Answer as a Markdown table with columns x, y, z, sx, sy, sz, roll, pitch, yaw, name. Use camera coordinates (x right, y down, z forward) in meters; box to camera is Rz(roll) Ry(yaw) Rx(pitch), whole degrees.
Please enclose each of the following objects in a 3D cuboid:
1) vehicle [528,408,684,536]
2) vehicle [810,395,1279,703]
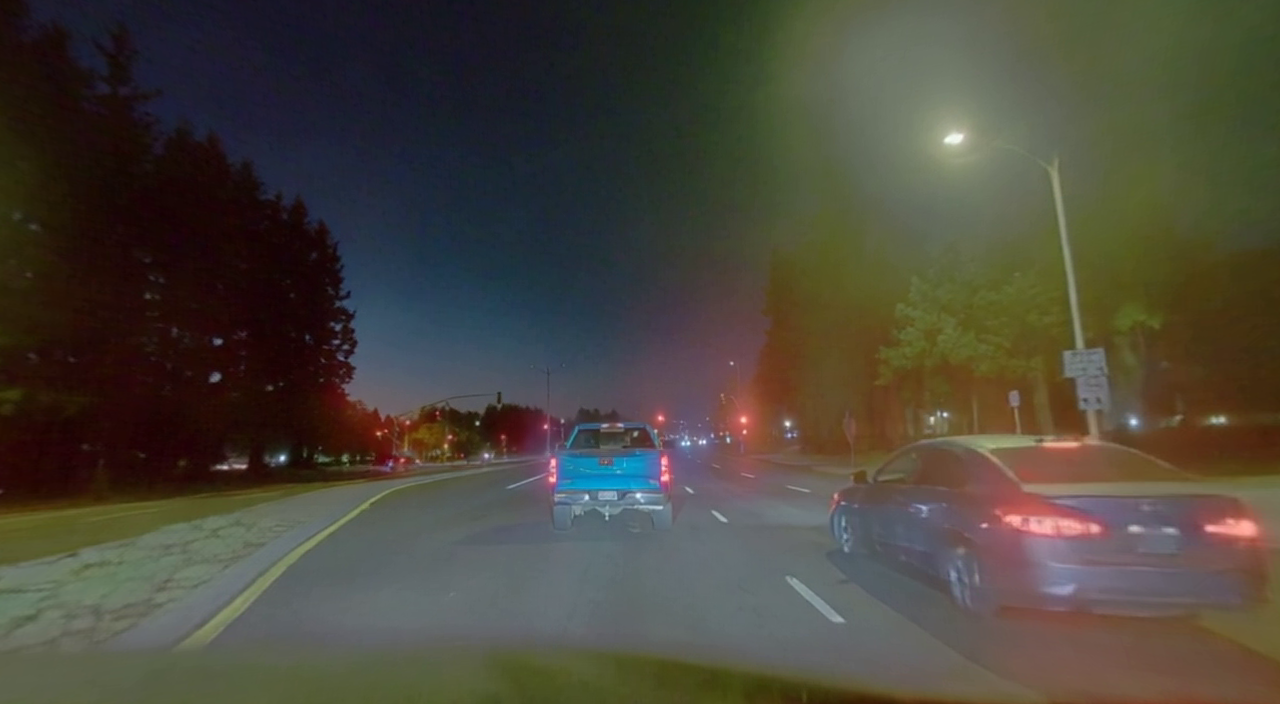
| x | y | z | sx | sy | sz | roll | pitch | yaw | name |
| --- | --- | --- | --- | --- | --- | --- | --- | --- | --- |
| -0.502 | 2.004 | 11.173 | 2.145 | 1.762 | 4.731 | 0 | -8 | -1 | vehicle |
| 2.951 | 1.229 | 4.685 | 2.073 | 1.484 | 4.437 | 0 | -8 | -1 | vehicle |
